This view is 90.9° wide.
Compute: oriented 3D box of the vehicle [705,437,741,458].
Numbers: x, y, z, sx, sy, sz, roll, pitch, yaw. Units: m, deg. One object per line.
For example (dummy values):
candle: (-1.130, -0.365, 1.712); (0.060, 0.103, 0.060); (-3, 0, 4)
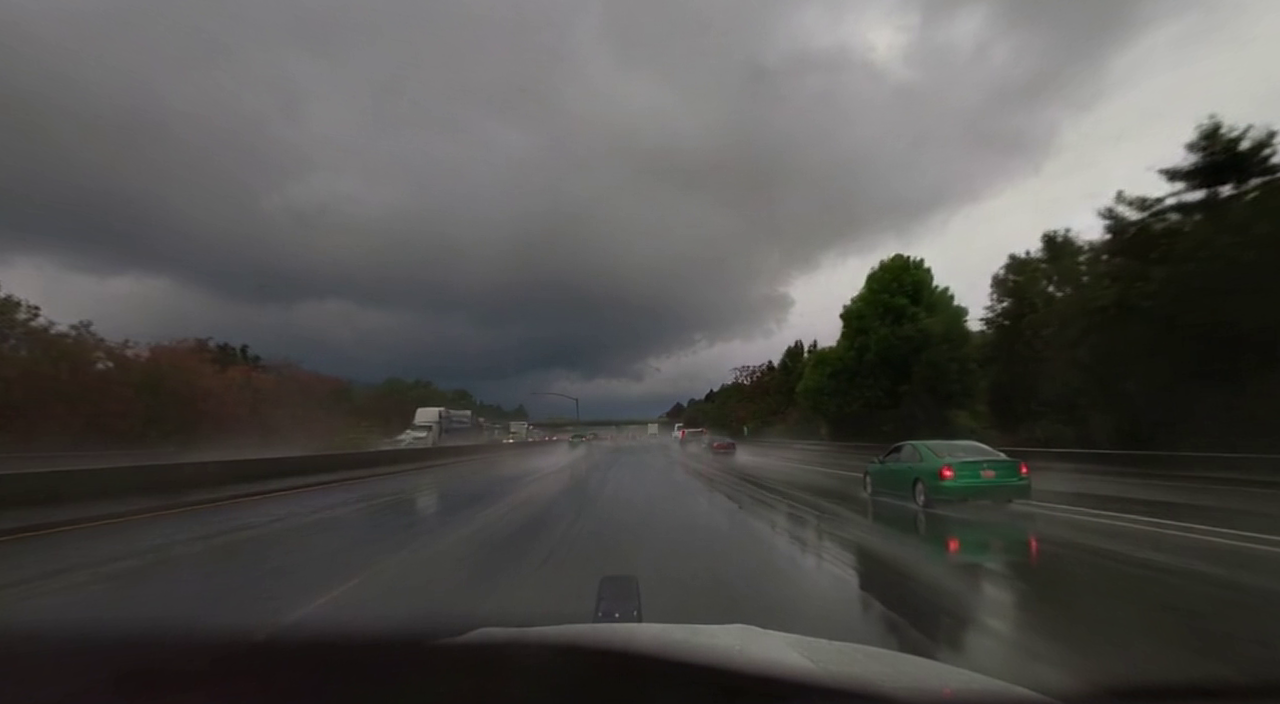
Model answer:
vehicle: (5.763, 6.658, 44.196); (1.920, 1.436, 3.890); (0, -8, -2)

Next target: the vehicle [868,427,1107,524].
vehicle: (6.195, 2.212, 11.983); (2.028, 1.488, 4.236); (0, -8, -2)
